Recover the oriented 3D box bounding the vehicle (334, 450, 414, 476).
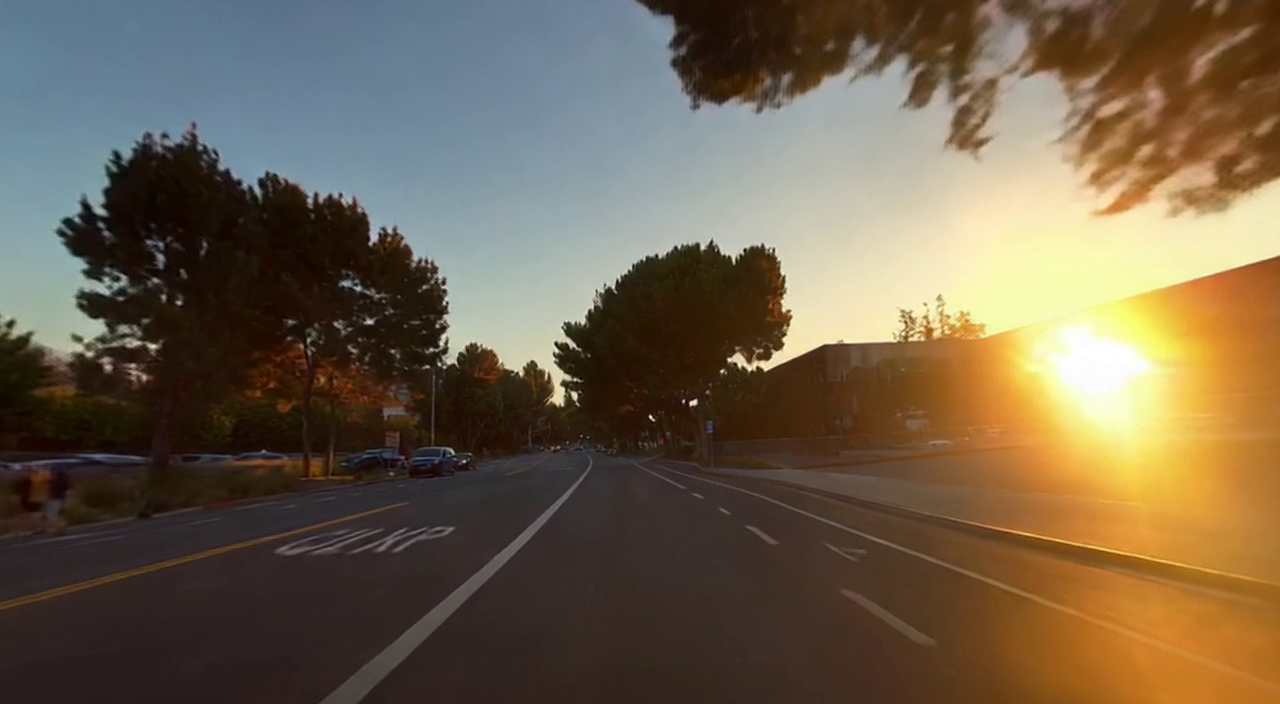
[{"bbox_3d":[-20.792,8.663,49.503,5.168,1.886,2.283,0,-8,0],"label":"vehicle"}]

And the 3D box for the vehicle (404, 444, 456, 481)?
[{"bbox_3d":[-14.413,7.577,43.659,2.314,2.144,5.403,-3,-7,-7],"label":"vehicle"}]
